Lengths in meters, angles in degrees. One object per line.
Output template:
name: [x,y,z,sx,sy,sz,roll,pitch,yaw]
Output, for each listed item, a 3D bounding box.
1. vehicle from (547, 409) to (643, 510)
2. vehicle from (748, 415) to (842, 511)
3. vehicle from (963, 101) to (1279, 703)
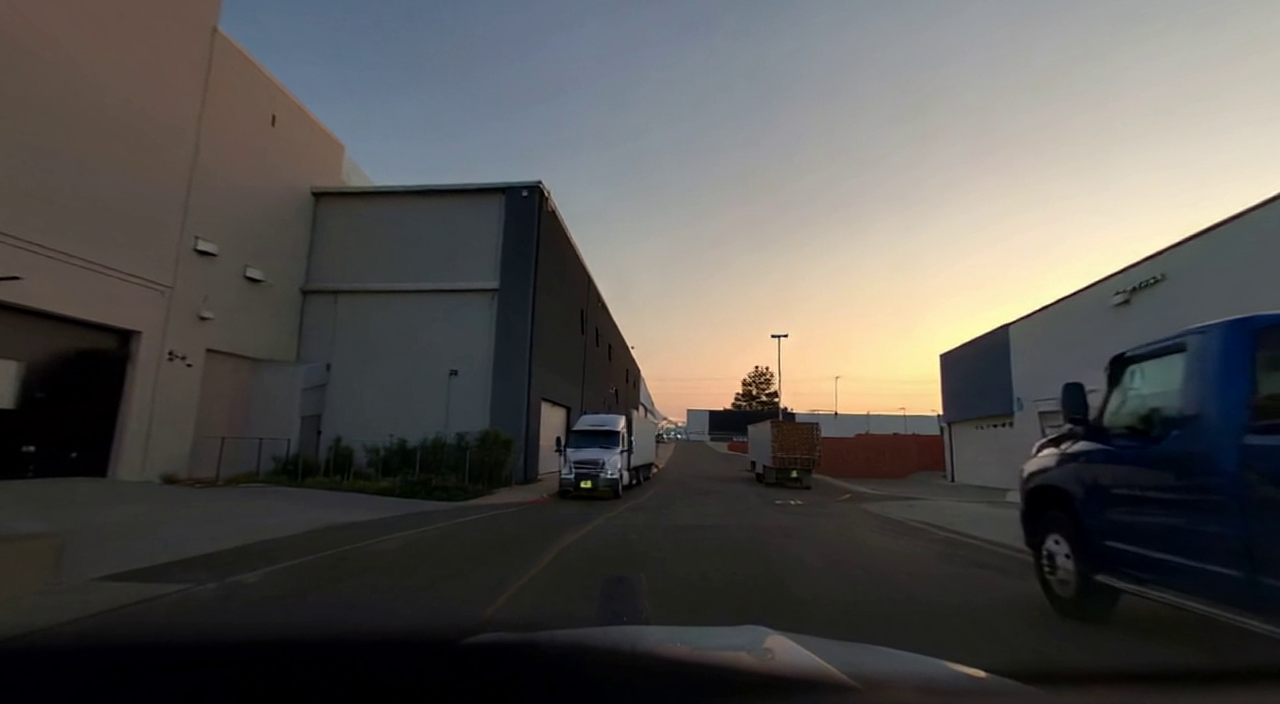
vehicle: [-1.899,5.141,30.722,3.111,4.217,7.722,-1,-9,7]
vehicle: [8.557,6.281,36.623,3.132,4.690,11.286,-1,-8,3]
vehicle: [6.315,0.332,4.013,2.966,4.658,11.455,-1,-8,3]
